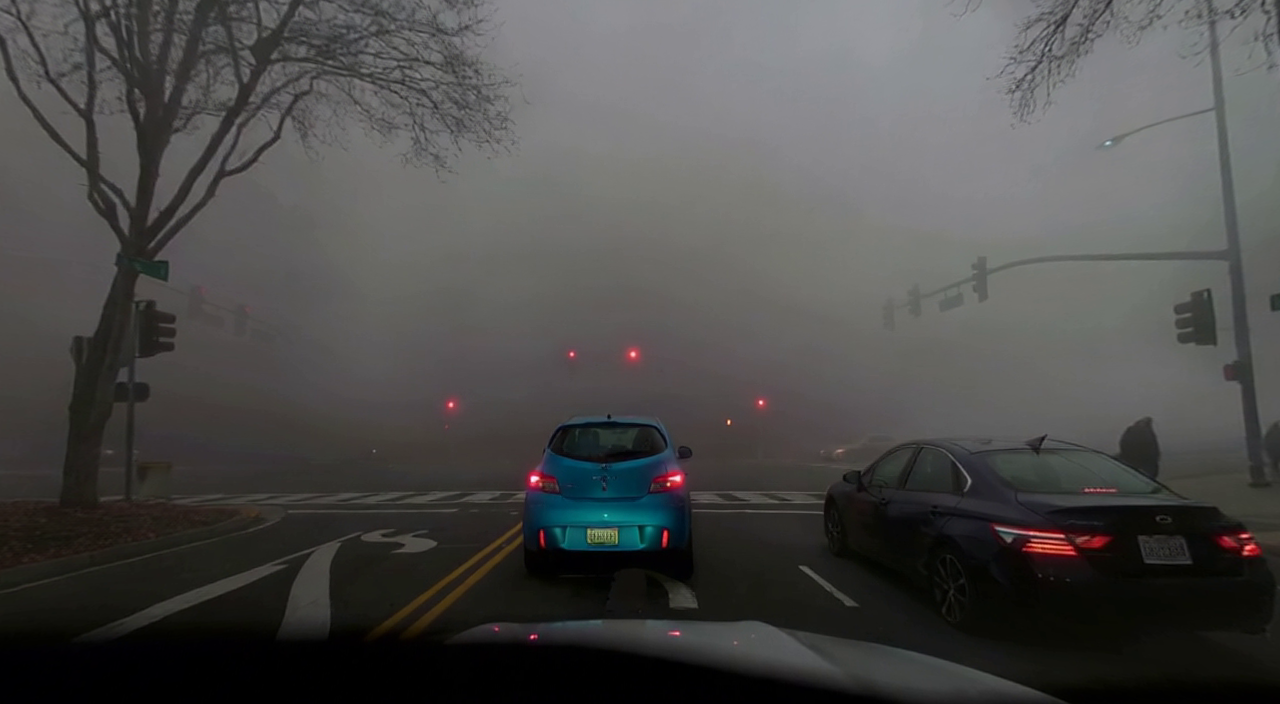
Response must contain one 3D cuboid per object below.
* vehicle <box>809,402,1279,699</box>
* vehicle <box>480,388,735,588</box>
[{"bbox_3d":[3.167,1.402,5.747,1.932,1.562,4.629,0,-9,-1],"label":"vehicle"},{"bbox_3d":[-0.349,1.523,7.797,2.247,1.760,4.231,0,-9,-2],"label":"vehicle"}]
